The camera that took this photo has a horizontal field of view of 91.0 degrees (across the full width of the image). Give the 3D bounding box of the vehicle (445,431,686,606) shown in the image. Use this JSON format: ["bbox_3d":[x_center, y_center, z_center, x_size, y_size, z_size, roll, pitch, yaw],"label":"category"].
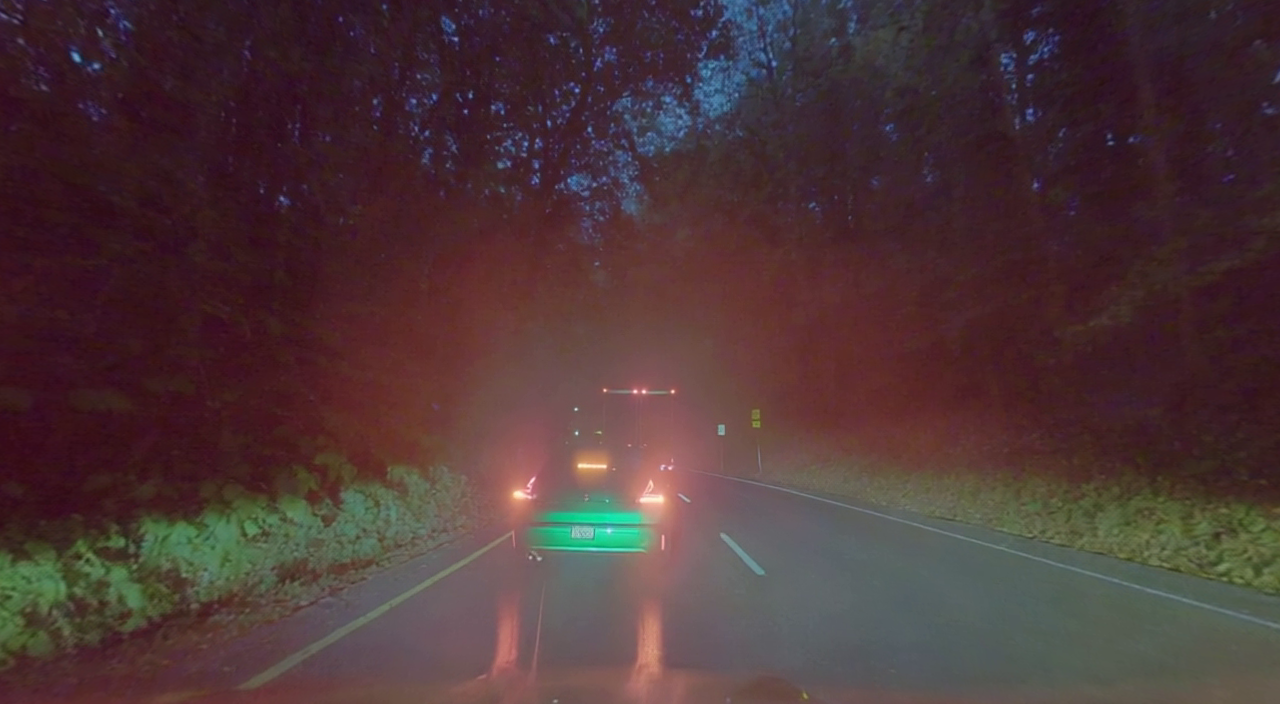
[{"bbox_3d":[-0.632,1.752,7.551,2.076,1.490,4.078,0,-9,0],"label":"vehicle"}]
